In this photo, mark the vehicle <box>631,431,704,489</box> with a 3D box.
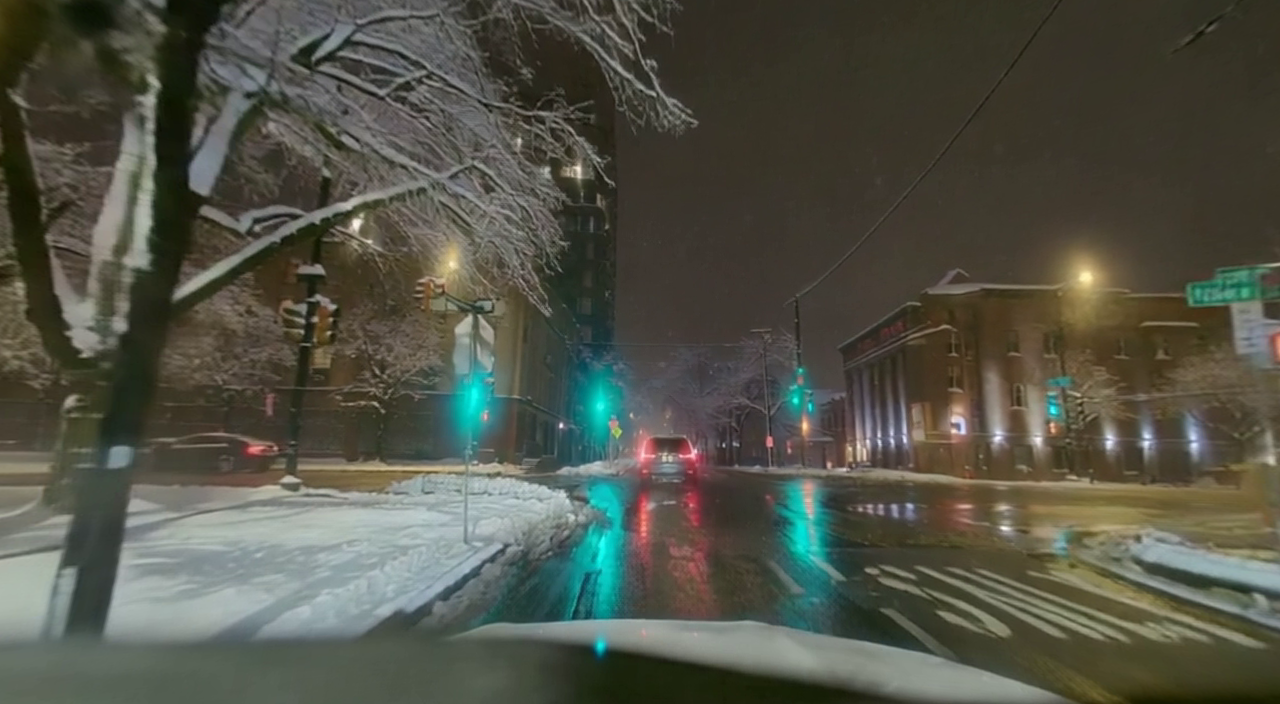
[{"bbox_3d":[0.838,3.391,20.115,2.079,1.621,3.861,-1,-8,1],"label":"vehicle"}]

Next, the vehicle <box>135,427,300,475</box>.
[{"bbox_3d":[-14.345,3.383,21.576,4.282,1.519,2.077,-2,-8,7],"label":"vehicle"}]
